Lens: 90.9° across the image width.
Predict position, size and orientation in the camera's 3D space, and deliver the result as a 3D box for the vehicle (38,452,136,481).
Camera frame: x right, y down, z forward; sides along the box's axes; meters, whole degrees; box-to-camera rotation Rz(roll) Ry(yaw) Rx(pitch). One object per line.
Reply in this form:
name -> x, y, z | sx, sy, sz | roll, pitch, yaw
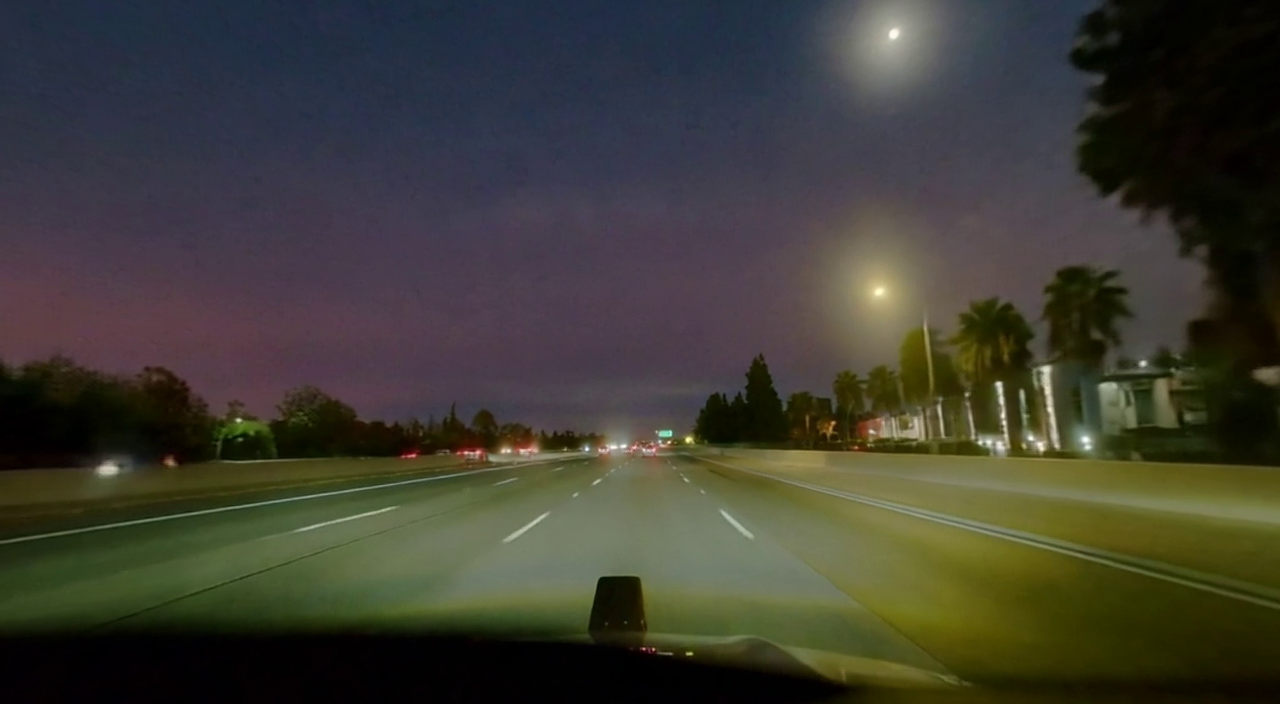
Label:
vehicle -> -30.621, 6.331, 35.078 | 1.731, 1.473, 4.049 | -2, -9, 0
